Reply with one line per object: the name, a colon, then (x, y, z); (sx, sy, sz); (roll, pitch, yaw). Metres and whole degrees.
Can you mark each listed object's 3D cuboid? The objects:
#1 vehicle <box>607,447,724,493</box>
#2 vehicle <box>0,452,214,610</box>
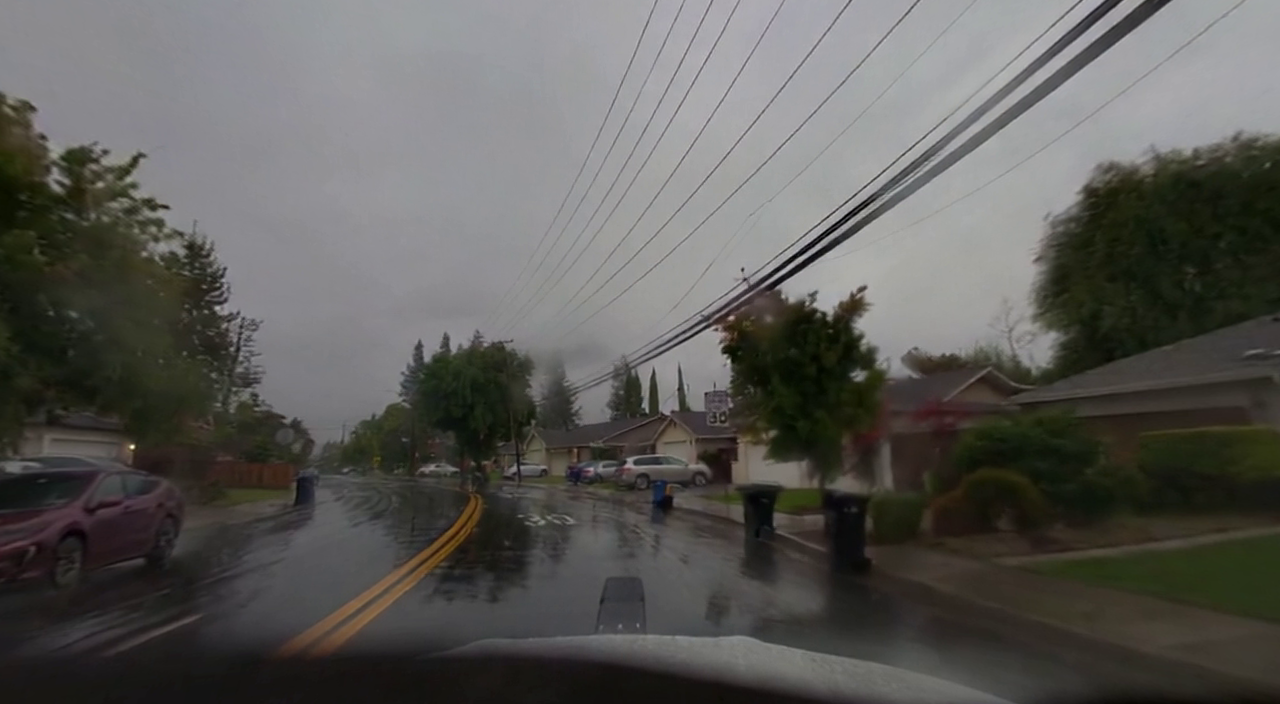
vehicle: (1.244, 5.823, 31.182); (5.229, 1.790, 2.153); (-1, -11, -19)
vehicle: (-7.628, 2.051, 7.842); (1.994, 1.515, 4.385); (1, -8, -7)
